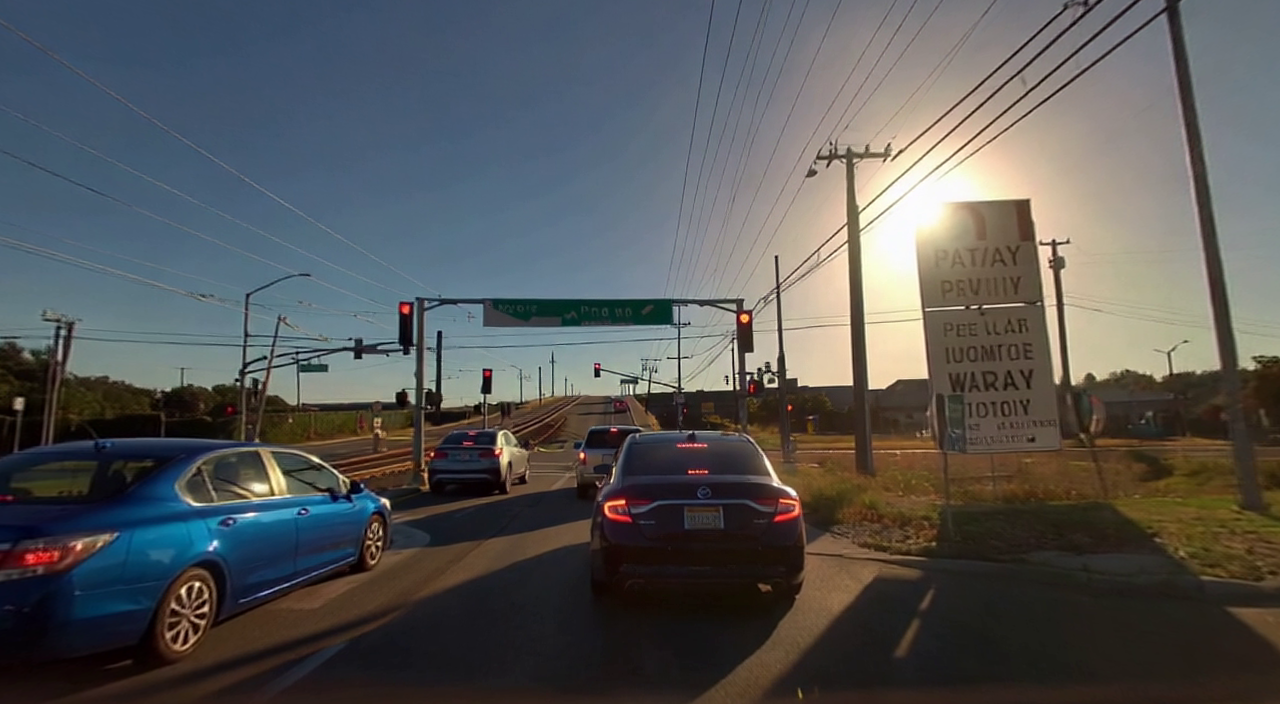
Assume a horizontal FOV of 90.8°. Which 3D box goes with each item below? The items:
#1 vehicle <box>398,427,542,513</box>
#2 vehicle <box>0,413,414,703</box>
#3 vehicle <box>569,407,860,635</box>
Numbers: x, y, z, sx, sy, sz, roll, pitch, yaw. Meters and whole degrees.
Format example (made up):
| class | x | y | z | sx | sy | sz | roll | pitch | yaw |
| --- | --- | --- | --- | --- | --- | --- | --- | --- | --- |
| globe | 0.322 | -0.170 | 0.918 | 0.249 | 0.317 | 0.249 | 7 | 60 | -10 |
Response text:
| class | x | y | z | sx | sy | sz | roll | pitch | yaw |
| --- | --- | --- | --- | --- | --- | --- | --- | --- | --- |
| vehicle | -3.333 | 2.406 | 13.304 | 1.984 | 1.505 | 4.047 | 0 | -9 | -2 |
| vehicle | -3.704 | 1.372 | 5.324 | 1.956 | 1.468 | 4.585 | 0 | -9 | -1 |
| vehicle | 0.415 | 1.451 | 6.373 | 1.998 | 1.529 | 3.960 | 0 | -9 | -3 |
